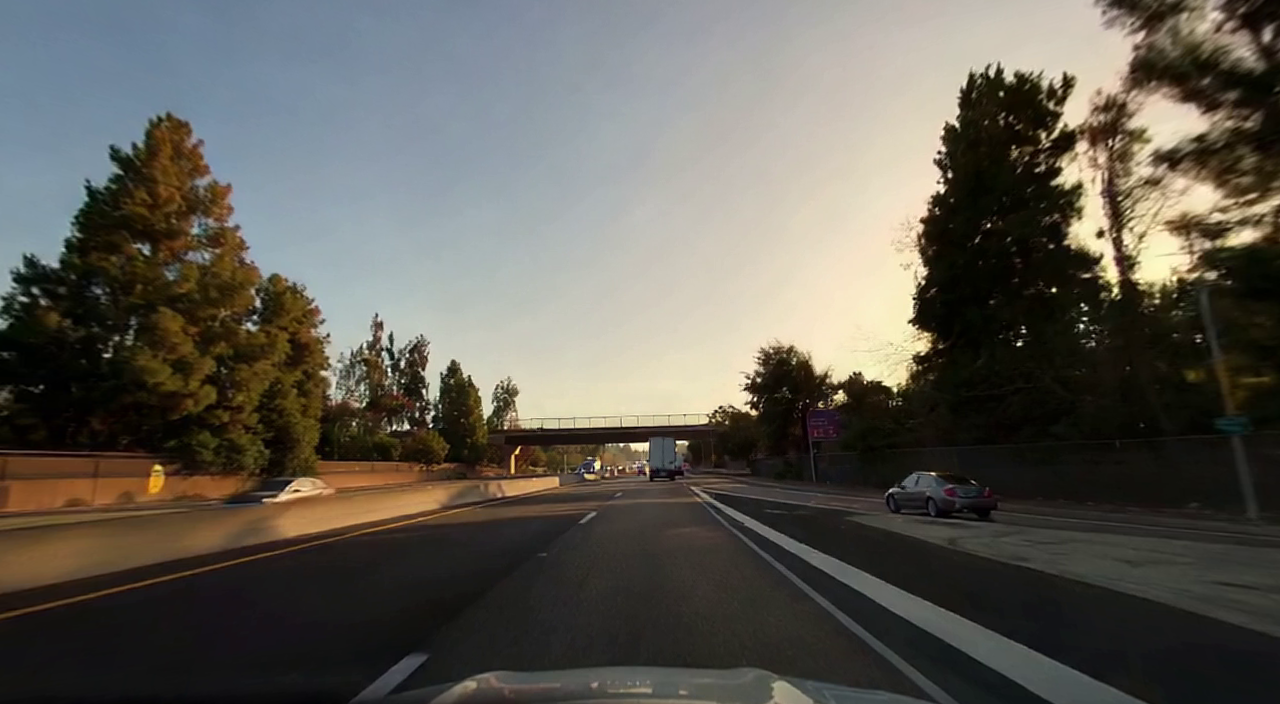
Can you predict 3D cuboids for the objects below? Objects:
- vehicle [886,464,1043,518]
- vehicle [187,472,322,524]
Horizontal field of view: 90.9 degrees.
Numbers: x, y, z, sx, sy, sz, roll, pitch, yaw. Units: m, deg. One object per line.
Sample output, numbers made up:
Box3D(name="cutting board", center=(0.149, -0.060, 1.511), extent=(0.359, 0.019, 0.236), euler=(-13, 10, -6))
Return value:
Box3D(name="vehicle", center=(9.859, 4.238, 19.571), extent=(1.949, 1.468, 4.145), euler=(4, -11, -15))
Box3D(name="vehicle", center=(-12.128, 4.595, 20.162), extent=(1.851, 1.413, 3.769), euler=(1, -11, 1))
